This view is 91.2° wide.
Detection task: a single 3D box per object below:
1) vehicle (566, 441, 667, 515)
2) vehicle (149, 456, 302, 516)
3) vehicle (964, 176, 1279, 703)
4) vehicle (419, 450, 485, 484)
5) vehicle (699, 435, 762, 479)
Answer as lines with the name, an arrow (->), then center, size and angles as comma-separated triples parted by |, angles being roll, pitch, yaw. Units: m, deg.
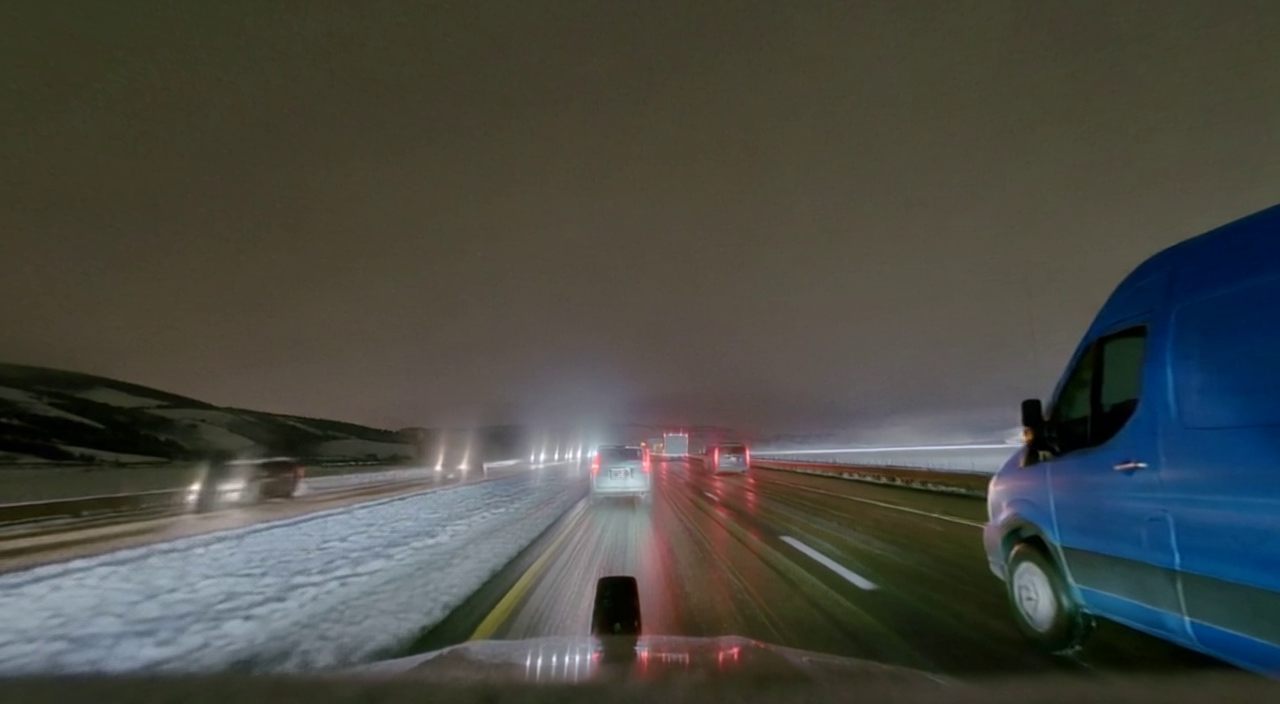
vehicle -> -0.486, 2.856, 14.646 | 2.029, 1.483, 3.769 | 0, -9, 0
vehicle -> -12.322, 3.956, 19.027 | 1.823, 1.539, 4.087 | 0, -9, 0
vehicle -> 3.891, 0.394, 2.073 | 2.399, 2.421, 5.829 | 0, -9, -1
vehicle -> -8.910, 5.457, 30.047 | 1.894, 1.505, 4.103 | 0, -9, 0
vehicle -> 4.312, 5.093, 30.718 | 2.261, 1.952, 4.784 | 0, -9, -1
